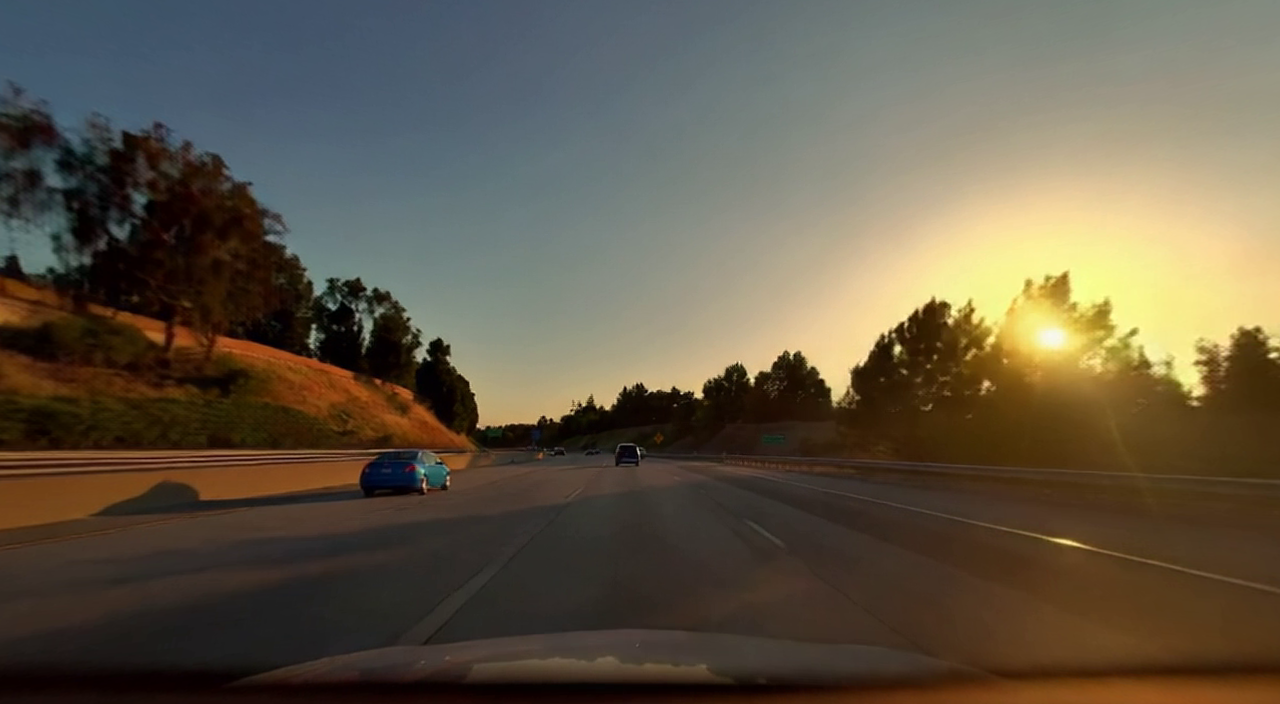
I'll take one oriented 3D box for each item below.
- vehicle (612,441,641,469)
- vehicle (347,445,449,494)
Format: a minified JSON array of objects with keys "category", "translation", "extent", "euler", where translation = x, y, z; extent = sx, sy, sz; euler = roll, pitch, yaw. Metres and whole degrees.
[{"category":"vehicle","translation":[-1.010,7.393,45.380],"extent":[1.990,1.878,4.079],"euler":[0,-9,-3]},{"category":"vehicle","translation":[-7.898,3.849,21.069],"extent":[1.915,1.479,3.843],"euler":[0,-9,-1]}]
